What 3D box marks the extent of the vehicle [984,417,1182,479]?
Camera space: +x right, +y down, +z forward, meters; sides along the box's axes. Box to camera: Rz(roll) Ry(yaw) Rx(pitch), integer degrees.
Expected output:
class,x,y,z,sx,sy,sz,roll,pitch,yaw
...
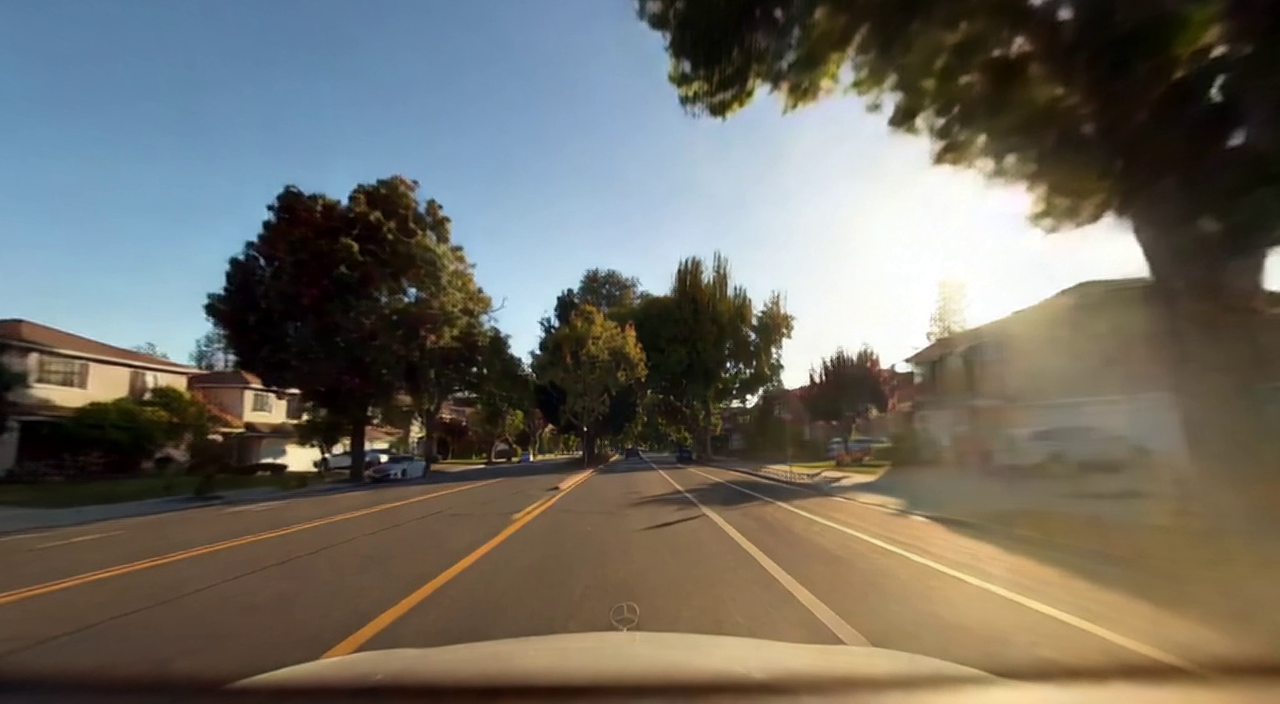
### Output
class,x,y,z,sx,sy,sz,roll,pitch,yaw
vehicle,13.635,2.995,19.680,4.629,1.770,1.959,0,-9,-1

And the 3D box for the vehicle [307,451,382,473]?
class,x,y,z,sx,sy,sz,roll,pitch,yaw
vehicle,-21.501,7.998,46.113,4.491,1.467,1.861,0,-9,-4

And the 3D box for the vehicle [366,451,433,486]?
class,x,y,z,sx,sy,sz,roll,pitch,yaw
vehicle,-12.867,6.229,34.051,1.936,1.504,4.456,-2,-7,-1
